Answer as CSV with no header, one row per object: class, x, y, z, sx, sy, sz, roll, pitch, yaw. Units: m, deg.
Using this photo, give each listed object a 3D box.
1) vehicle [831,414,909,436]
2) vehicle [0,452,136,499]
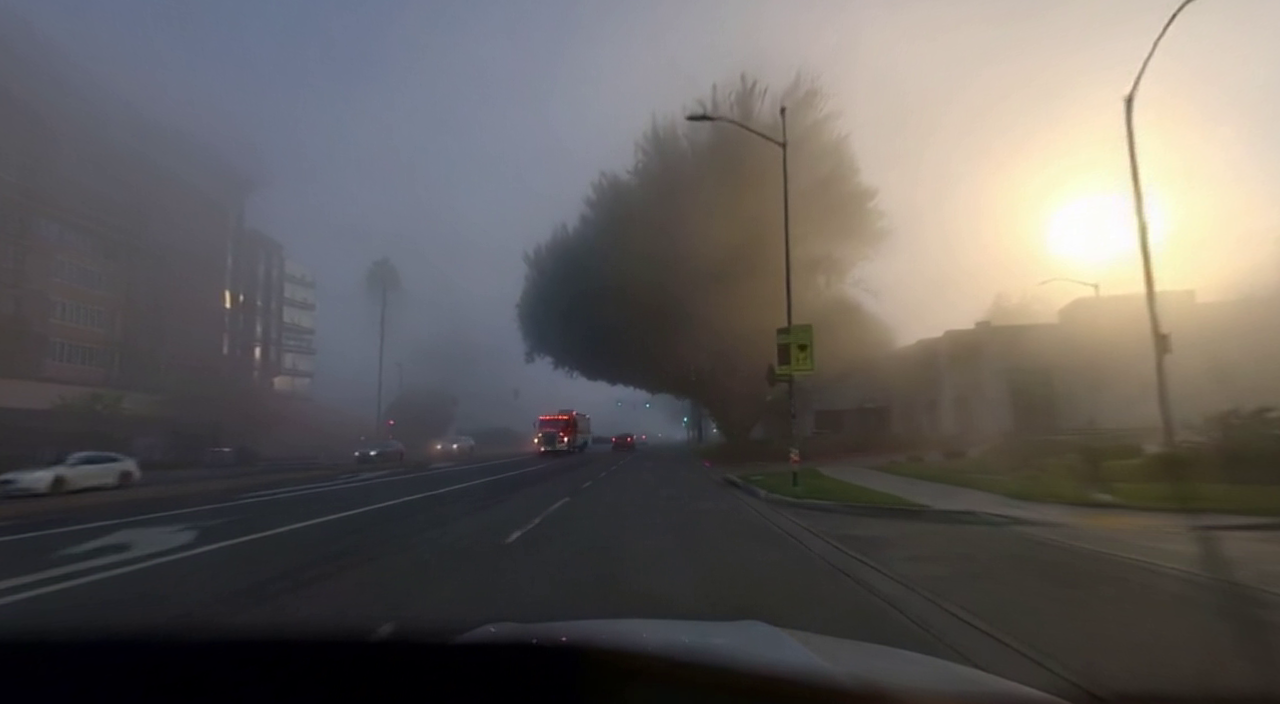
vehicle,15.863,5.056,43.504,4.663,1.457,2.045,-1,-6,3
vehicle,-22.181,4.627,23.965,1.945,1.504,4.566,0,-8,2
